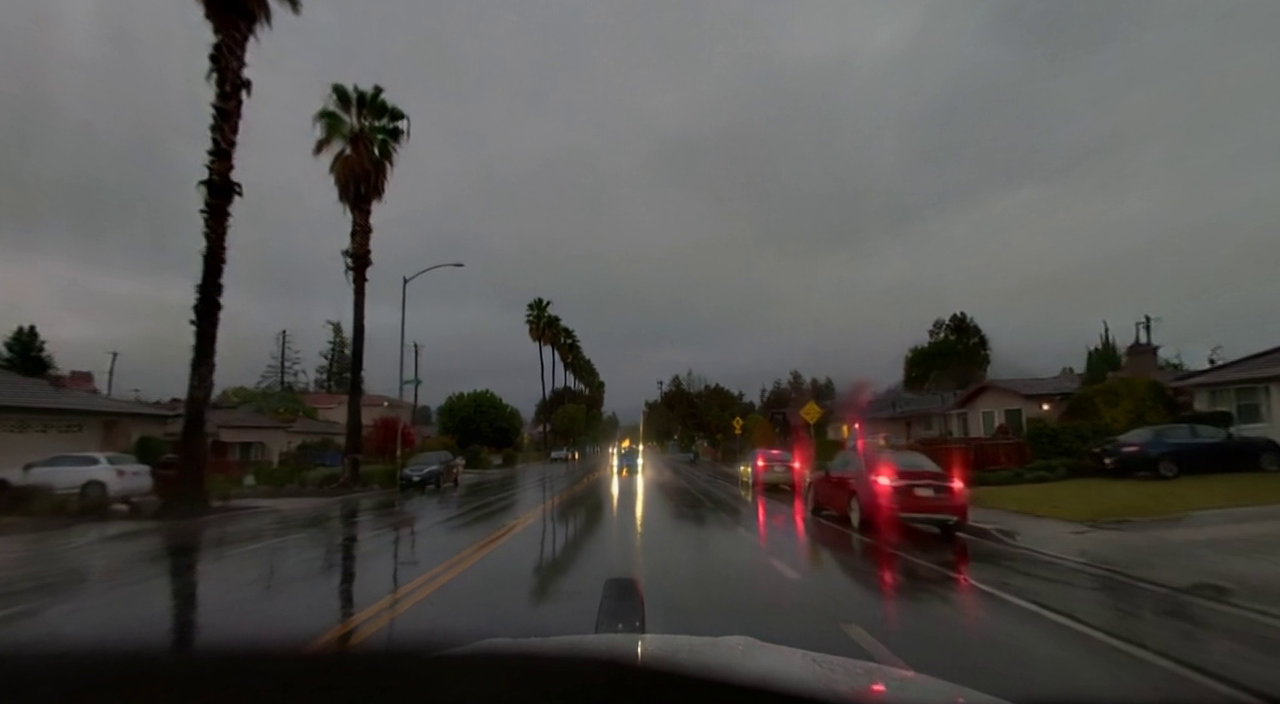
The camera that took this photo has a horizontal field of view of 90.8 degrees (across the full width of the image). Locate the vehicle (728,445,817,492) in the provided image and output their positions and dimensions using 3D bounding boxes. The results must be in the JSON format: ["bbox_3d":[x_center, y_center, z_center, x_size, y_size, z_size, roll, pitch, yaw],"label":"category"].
[{"bbox_3d":[4.652,4.191,23.087,2.013,1.501,5.235,0,-9,-1],"label":"vehicle"}]

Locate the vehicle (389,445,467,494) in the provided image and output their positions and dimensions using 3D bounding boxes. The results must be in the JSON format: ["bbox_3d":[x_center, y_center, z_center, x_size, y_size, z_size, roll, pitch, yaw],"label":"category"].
[{"bbox_3d":[-8.859,4.898,26.770,1.945,1.666,4.107,-3,-6,-1],"label":"vehicle"}]

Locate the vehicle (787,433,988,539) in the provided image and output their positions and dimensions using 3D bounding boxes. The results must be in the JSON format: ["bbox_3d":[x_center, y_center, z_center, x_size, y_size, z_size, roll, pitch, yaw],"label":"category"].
[{"bbox_3d":[4.539,2.533,12.723,2.017,1.646,5.389,0,-9,2],"label":"vehicle"}]

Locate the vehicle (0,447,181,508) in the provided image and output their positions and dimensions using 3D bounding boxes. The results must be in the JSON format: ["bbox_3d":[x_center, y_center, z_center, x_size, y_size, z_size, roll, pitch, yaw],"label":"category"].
[{"bbox_3d":[-15.762,3.358,17.211,4.654,1.490,2.381,0,-9,2],"label":"vehicle"}]

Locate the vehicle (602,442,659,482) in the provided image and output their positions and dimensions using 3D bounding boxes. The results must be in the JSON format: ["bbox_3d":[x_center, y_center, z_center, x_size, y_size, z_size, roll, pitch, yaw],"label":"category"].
[{"bbox_3d":[-0.402,4.417,25.579,2.098,1.483,4.099,0,-9,-1],"label":"vehicle"}]

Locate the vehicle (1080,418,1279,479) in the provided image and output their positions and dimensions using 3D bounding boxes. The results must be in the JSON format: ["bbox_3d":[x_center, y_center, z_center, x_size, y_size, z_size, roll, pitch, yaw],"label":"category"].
[{"bbox_3d":[14.256,2.495,16.389,4.225,1.480,1.887,0,-9,-1],"label":"vehicle"}]
